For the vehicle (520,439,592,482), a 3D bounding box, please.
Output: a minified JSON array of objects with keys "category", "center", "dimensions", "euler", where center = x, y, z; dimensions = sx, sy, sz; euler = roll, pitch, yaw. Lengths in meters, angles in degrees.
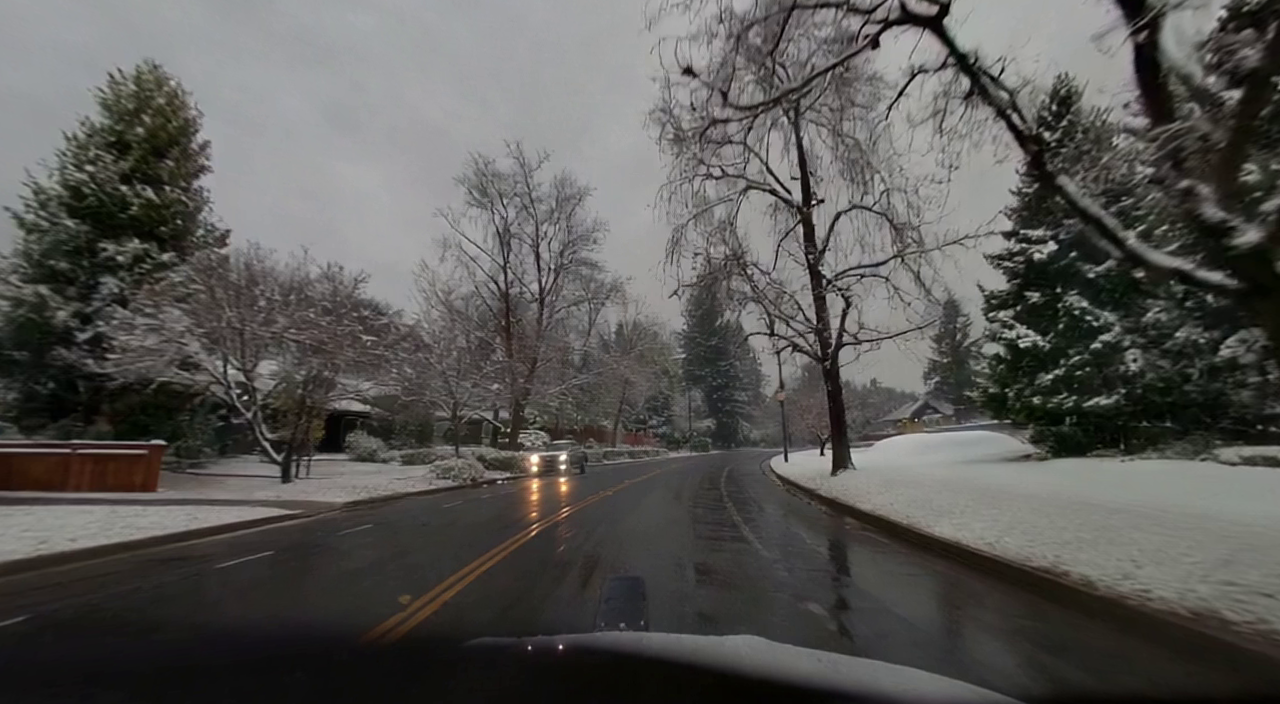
[{"category":"vehicle","center":[-3.721,4.906,28.921],"dimensions":[2.002,1.601,5.012],"euler":[-3,-7,7]}]
